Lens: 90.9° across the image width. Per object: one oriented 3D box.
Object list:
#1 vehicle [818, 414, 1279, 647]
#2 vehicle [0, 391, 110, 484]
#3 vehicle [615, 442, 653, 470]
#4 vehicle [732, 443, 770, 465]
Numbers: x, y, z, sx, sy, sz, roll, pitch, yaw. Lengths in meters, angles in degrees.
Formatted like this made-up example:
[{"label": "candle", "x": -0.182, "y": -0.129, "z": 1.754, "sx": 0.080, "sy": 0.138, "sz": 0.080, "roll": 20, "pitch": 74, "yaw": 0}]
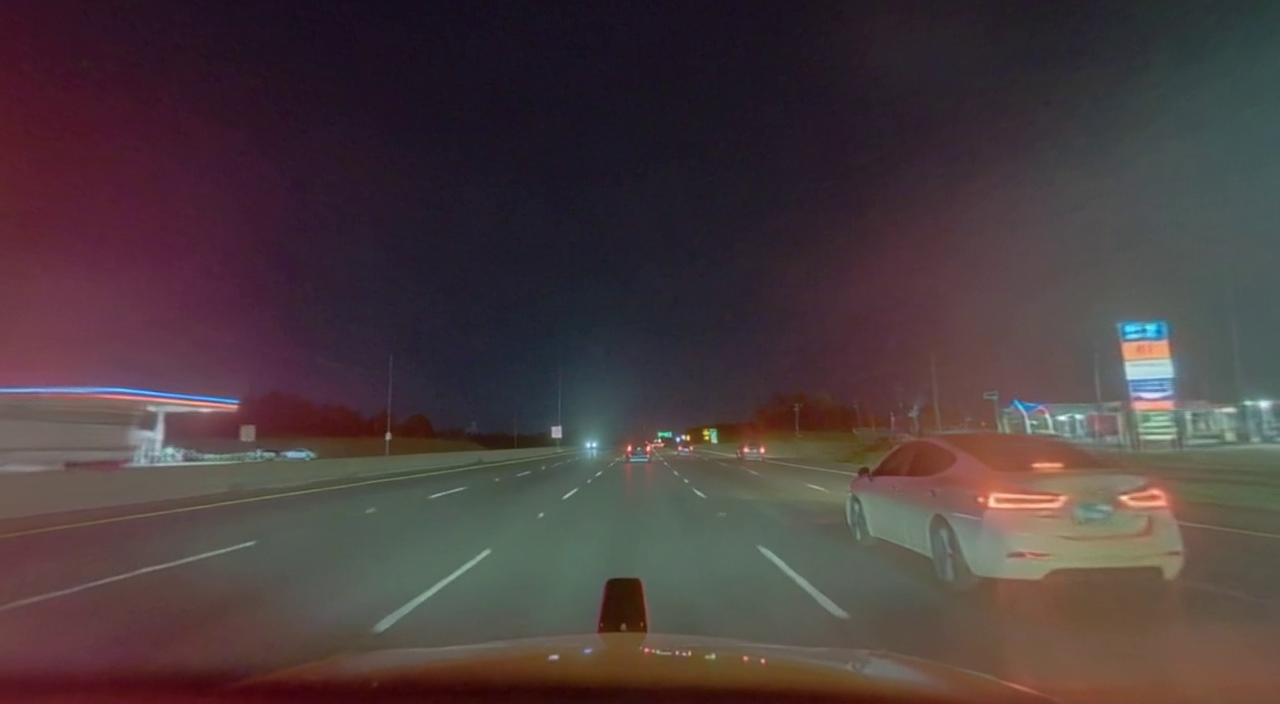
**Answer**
[{"label": "vehicle", "x": 3.588, "y": 1.505, "z": 6.479, "sx": 2.172, "sy": 1.490, "sz": 4.668, "roll": 0, "pitch": -8, "yaw": 0}, {"label": "vehicle", "x": -29.074, "y": 3.659, "z": 26.940, "sx": 2.967, "sy": 3.957, "sz": 11.098, "roll": 0, "pitch": -8, "yaw": 1}, {"label": "vehicle", "x": -0.331, "y": 5.771, "z": 35.155, "sx": 1.999, "sy": 1.473, "sz": 4.351, "roll": 0, "pitch": -8, "yaw": 0}, {"label": "vehicle", "x": 7.770, "y": 7.193, "z": 44.495, "sx": 1.867, "sy": 1.463, "sz": 4.295, "roll": 0, "pitch": -8, "yaw": -1}]
